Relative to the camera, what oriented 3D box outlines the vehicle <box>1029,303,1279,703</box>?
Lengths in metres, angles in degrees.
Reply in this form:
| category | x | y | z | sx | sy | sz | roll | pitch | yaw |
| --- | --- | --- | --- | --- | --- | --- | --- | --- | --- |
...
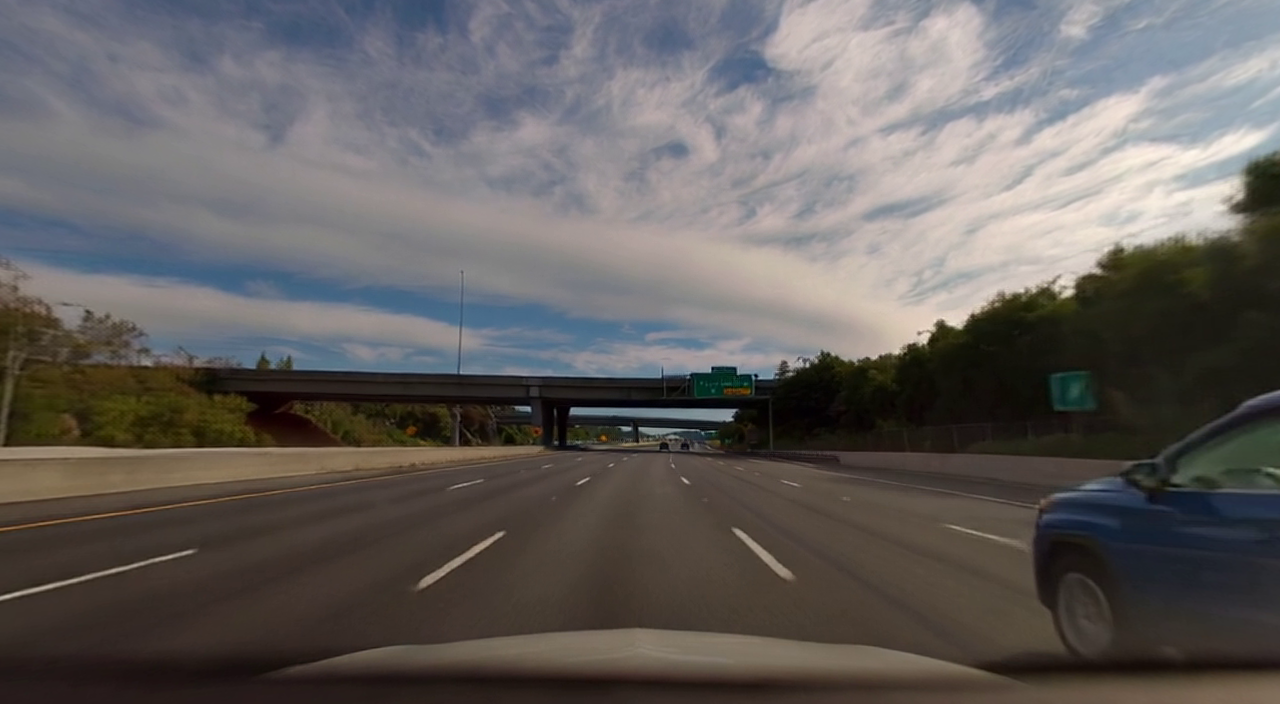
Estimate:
| category | x | y | z | sx | sy | sz | roll | pitch | yaw |
| --- | --- | --- | --- | --- | --- | --- | --- | --- | --- |
| vehicle | 3.840 | 0.631 | 1.877 | 2.155 | 1.918 | 4.945 | 0 | -9 | 0 |
